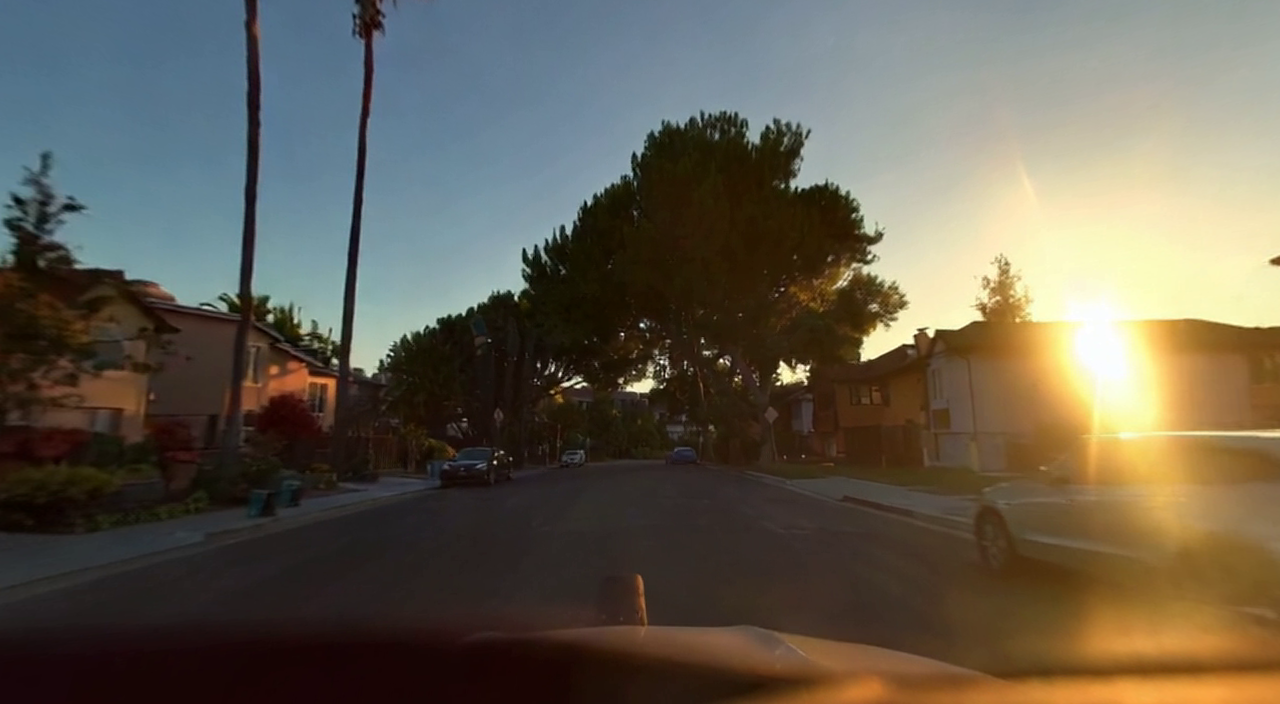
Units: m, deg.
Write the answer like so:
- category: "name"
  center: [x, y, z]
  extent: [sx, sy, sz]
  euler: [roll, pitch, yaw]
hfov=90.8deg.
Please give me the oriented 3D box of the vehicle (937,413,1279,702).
- category: "vehicle"
  center: [4.433, 1.325, 4.849]
  extent: [1.991, 1.554, 4.501]
  euler: [0, -8, -2]

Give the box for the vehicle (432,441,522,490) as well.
- category: "vehicle"
  center: [-5.726, 4.006, 22.859]
  extent: [2.079, 1.486, 4.877]
  euler: [-2, -8, -2]
